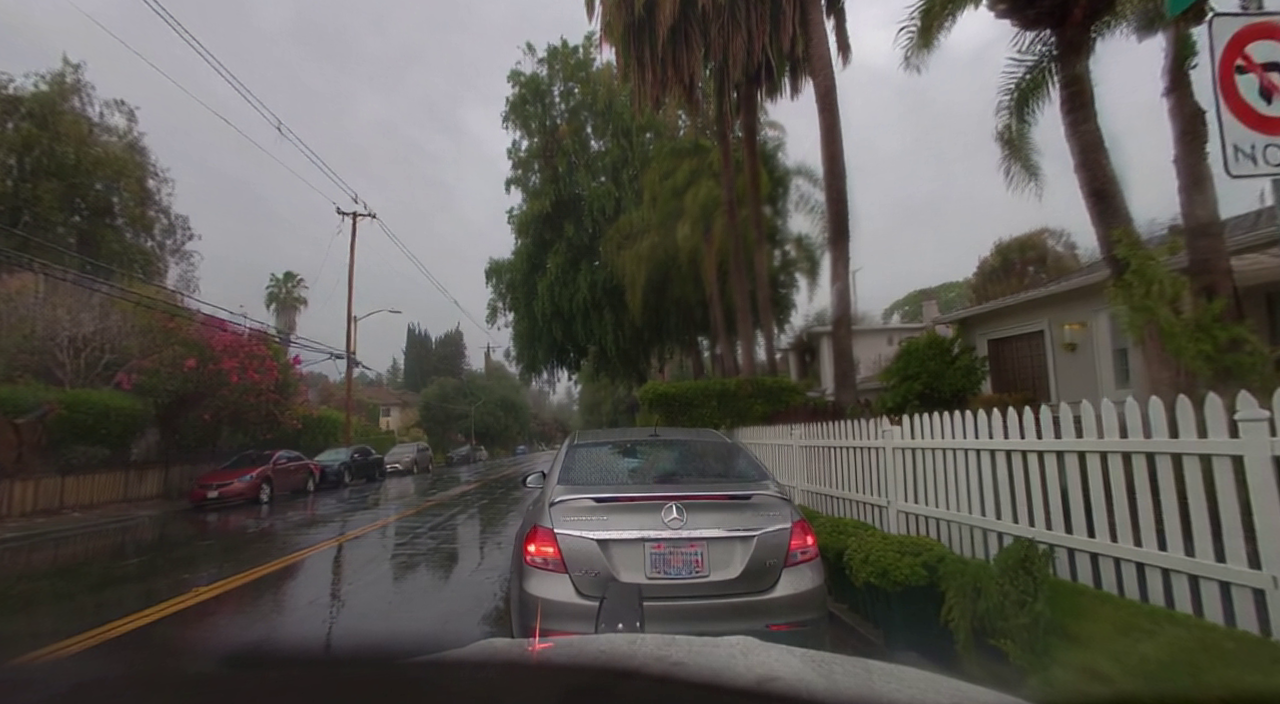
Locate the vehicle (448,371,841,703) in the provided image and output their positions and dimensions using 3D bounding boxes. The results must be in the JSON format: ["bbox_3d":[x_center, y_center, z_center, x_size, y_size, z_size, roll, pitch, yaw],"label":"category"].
[{"bbox_3d":[-0.135,1.223,4.991,1.894,1.695,3.795,1,-8,-6],"label":"vehicle"}]

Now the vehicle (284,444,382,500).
[{"bbox_3d":[-12.143,4.721,25.257,2.048,1.485,4.757,-4,-4,-7],"label":"vehicle"}]

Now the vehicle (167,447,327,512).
[{"bbox_3d":[-11.387,3.664,18.787,2.017,1.627,5.039,1,-8,-7],"label":"vehicle"}]

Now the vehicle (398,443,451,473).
[{"bbox_3d":[-13.148,6.474,38.702,2.060,1.689,4.999,1,-8,-7],"label":"vehicle"}]
